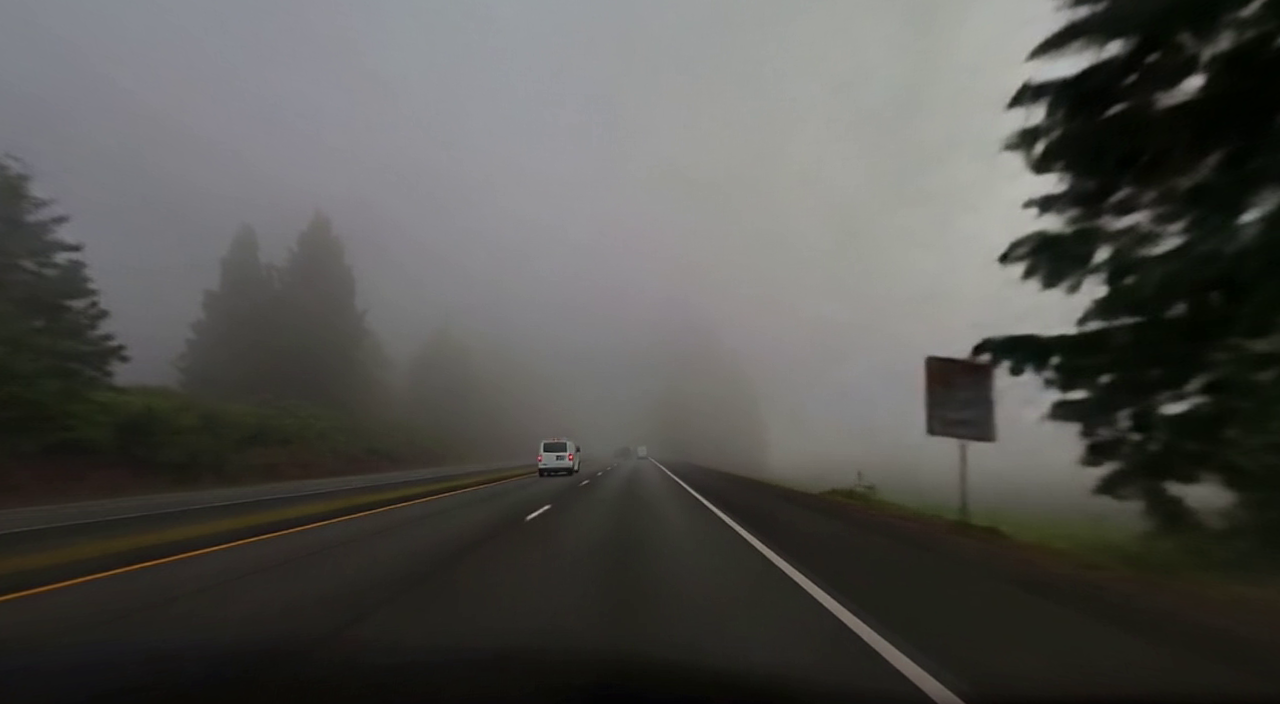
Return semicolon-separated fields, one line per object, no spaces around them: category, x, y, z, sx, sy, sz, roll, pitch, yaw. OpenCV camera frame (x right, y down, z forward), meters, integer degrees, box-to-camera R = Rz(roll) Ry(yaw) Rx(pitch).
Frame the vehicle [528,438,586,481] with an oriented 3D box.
vehicle;-3.774;4.972;29.434;2.056;1.811;4.202;0;-9;1
